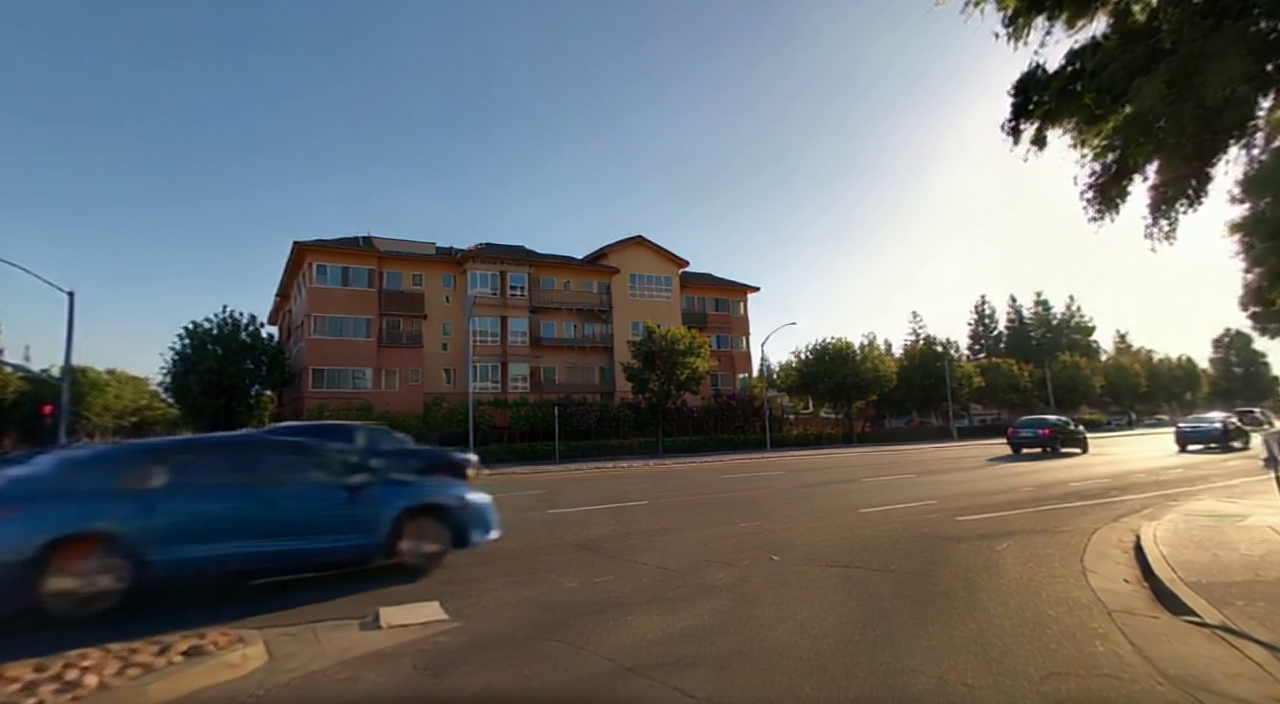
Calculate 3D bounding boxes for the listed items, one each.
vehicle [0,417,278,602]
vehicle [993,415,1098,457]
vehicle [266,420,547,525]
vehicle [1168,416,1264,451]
[{"bbox_3d":[-6.373,1.513,6.432,4.438,1.625,2.033,5,-10,-33],"label":"vehicle"},{"bbox_3d":[17.667,3.672,27.409,4.683,1.678,1.981,5,-10,-33],"label":"vehicle"},{"bbox_3d":[-4.339,2.175,12.128,4.734,1.633,1.829,4,-9,-34],"label":"vehicle"},{"bbox_3d":[25.687,3.669,28.077,4.521,1.433,1.943,5,-10,-33],"label":"vehicle"}]
